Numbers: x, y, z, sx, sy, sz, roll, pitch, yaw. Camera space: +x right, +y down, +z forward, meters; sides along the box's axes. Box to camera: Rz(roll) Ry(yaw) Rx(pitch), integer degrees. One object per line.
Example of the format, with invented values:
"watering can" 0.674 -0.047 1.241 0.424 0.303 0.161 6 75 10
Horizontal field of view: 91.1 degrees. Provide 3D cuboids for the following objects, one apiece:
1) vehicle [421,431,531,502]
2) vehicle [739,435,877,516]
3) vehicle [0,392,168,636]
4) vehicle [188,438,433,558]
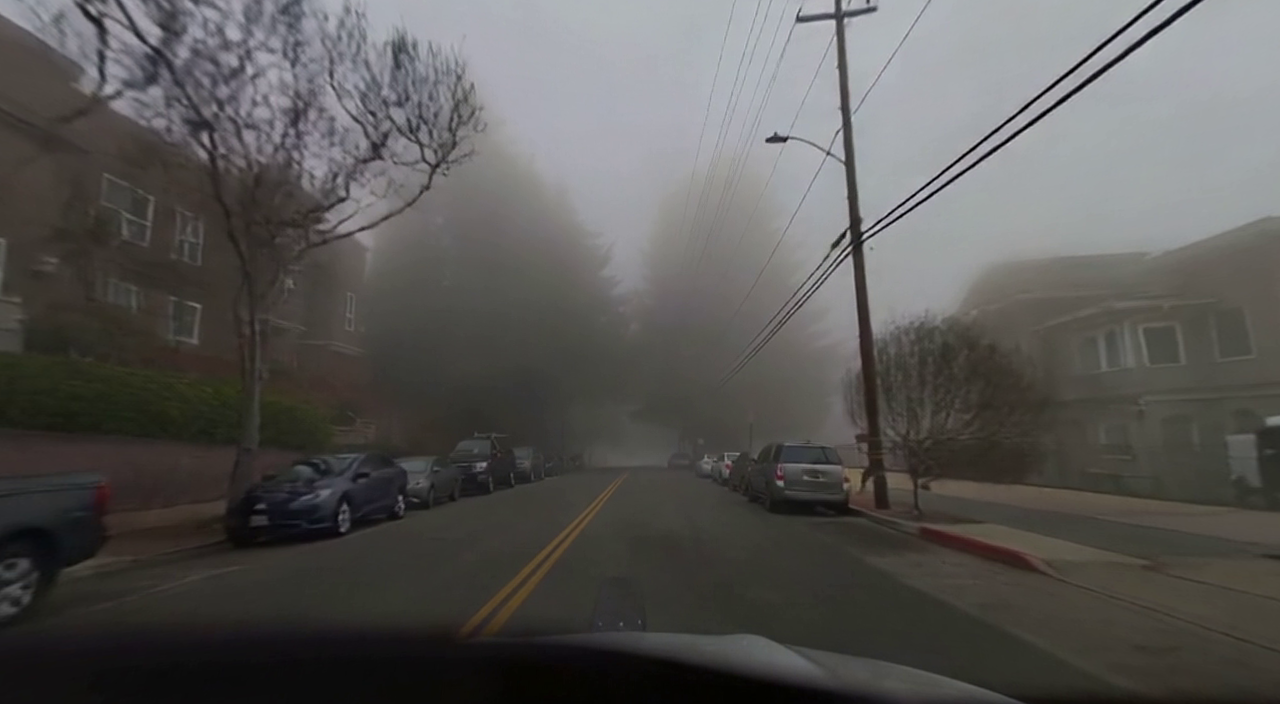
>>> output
"vehicle" -5.989 4.177 23.860 2.376 2.219 6.021 -2 -7 2
"vehicle" 4.013 3.019 15.888 2.328 1.730 4.225 0 -8 0
"vehicle" -6.194 1.201 3.845 2.063 1.936 5.919 -4 -8 0
"vehicle" -6.071 2.664 12.476 2.247 1.698 4.944 -3 -7 0
